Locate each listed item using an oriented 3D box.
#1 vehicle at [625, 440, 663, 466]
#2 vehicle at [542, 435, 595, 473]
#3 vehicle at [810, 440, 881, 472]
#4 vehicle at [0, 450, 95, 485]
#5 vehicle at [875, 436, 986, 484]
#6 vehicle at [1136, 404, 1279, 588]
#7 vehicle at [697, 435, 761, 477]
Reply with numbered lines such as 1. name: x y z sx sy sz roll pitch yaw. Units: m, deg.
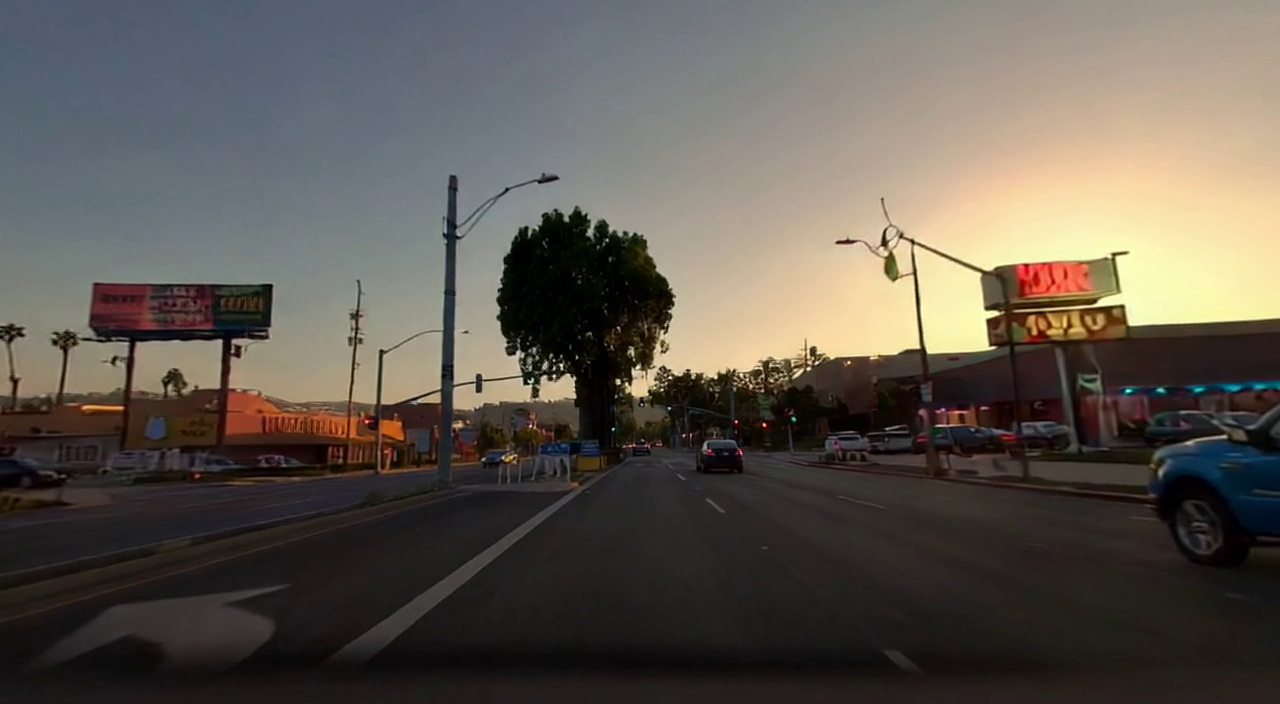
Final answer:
1. vehicle: 0.227 6.274 39.384 2.258 1.468 4.076 0 -9 -1
2. vehicle: -3.440 5.043 31.364 2.117 1.751 4.478 0 -9 0
3. vehicle: 10.485 5.341 32.655 1.957 1.500 4.816 0 -9 -1
4. vehicle: -35.675 6.735 37.054 5.329 1.893 2.122 8 -12 -42
5. vehicle: 10.518 3.950 23.314 1.965 1.573 4.308 0 -9 -1
6. vehicle: 6.710 1.091 4.389 2.140 1.606 5.437 0 -9 0
7. vehicle: 3.507 4.222 25.744 1.889 1.541 4.303 0 -9 -2
